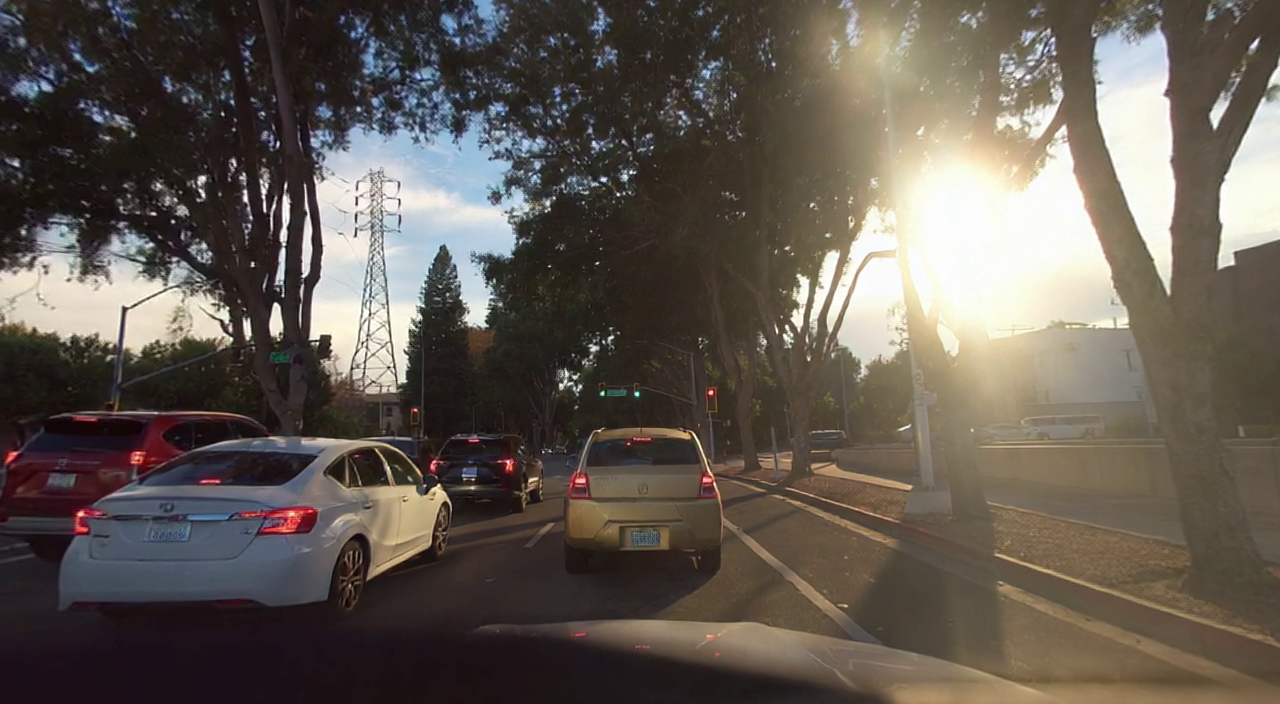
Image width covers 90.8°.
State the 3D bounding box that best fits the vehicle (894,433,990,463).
[{"bbox_3d":[15.101,4.800,31.709,3.858,1.437,1.899,0,-8,-4],"label":"vehicle"}]

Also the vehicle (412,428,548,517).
[{"bbox_3d":[-3.251,2.518,13.667,1.997,1.636,3.760,0,-8,-1],"label":"vehicle"}]

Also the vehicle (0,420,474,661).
[{"bbox_3d":[-3.169,1.498,6.214,1.973,1.469,4.448,0,-8,-1],"label":"vehicle"}]

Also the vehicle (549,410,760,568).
[{"bbox_3d":[0.088,1.768,8.926,2.239,1.661,4.224,0,-8,-2],"label":"vehicle"}]
